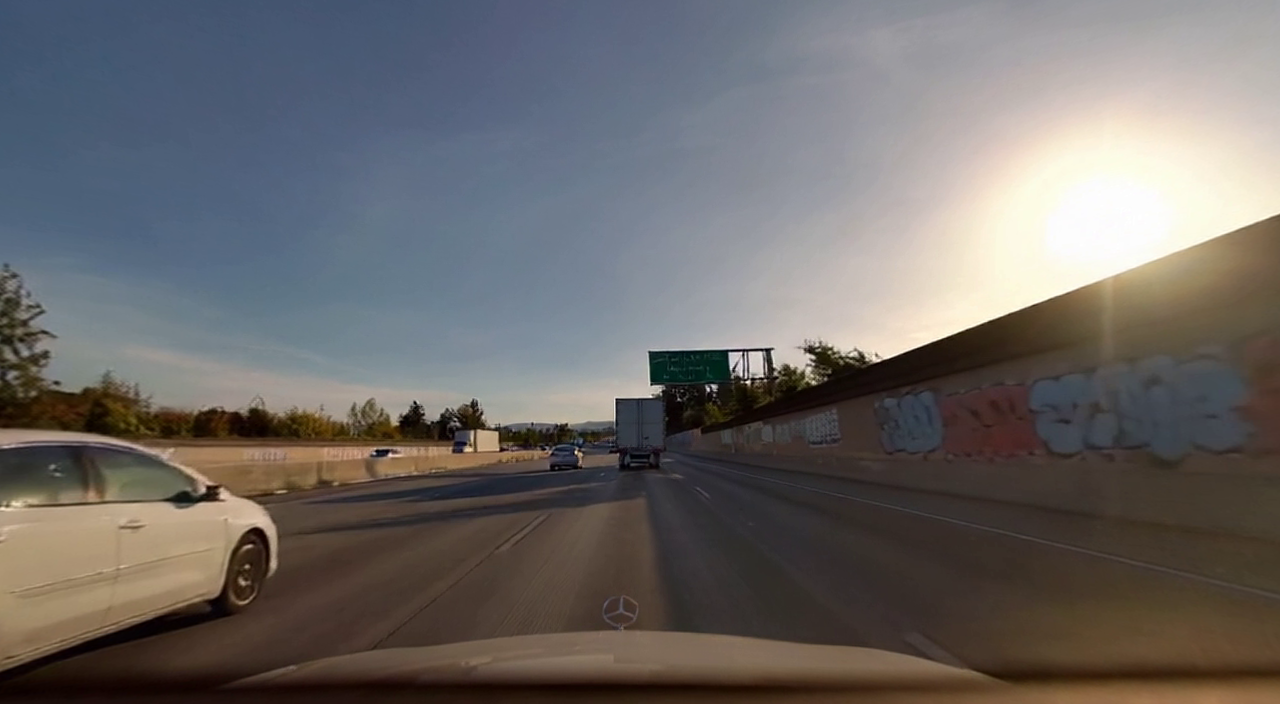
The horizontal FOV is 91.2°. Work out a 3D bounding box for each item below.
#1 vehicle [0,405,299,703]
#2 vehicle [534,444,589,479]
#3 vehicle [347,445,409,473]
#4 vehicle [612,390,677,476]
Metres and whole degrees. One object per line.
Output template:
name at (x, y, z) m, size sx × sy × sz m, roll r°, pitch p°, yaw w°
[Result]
vehicle at (-3.826, 1.052, 3.127) m, size 1.936 × 1.500 × 4.055 m, roll 0°, pitch -9°, yaw 0°
vehicle at (-3.726, 5.284, 30.365) m, size 2.158 × 1.538 × 4.047 m, roll 0°, pitch -9°, yaw 0°
vehicle at (-17.664, 7.253, 42.541) m, size 2.034 × 1.757 × 4.730 m, roll -1°, pitch -9°, yaw 2°
vehicle at (0.115, 4.637, 34.851) m, size 3.042 × 4.023 × 10.832 m, roll 0°, pitch -9°, yaw -1°
